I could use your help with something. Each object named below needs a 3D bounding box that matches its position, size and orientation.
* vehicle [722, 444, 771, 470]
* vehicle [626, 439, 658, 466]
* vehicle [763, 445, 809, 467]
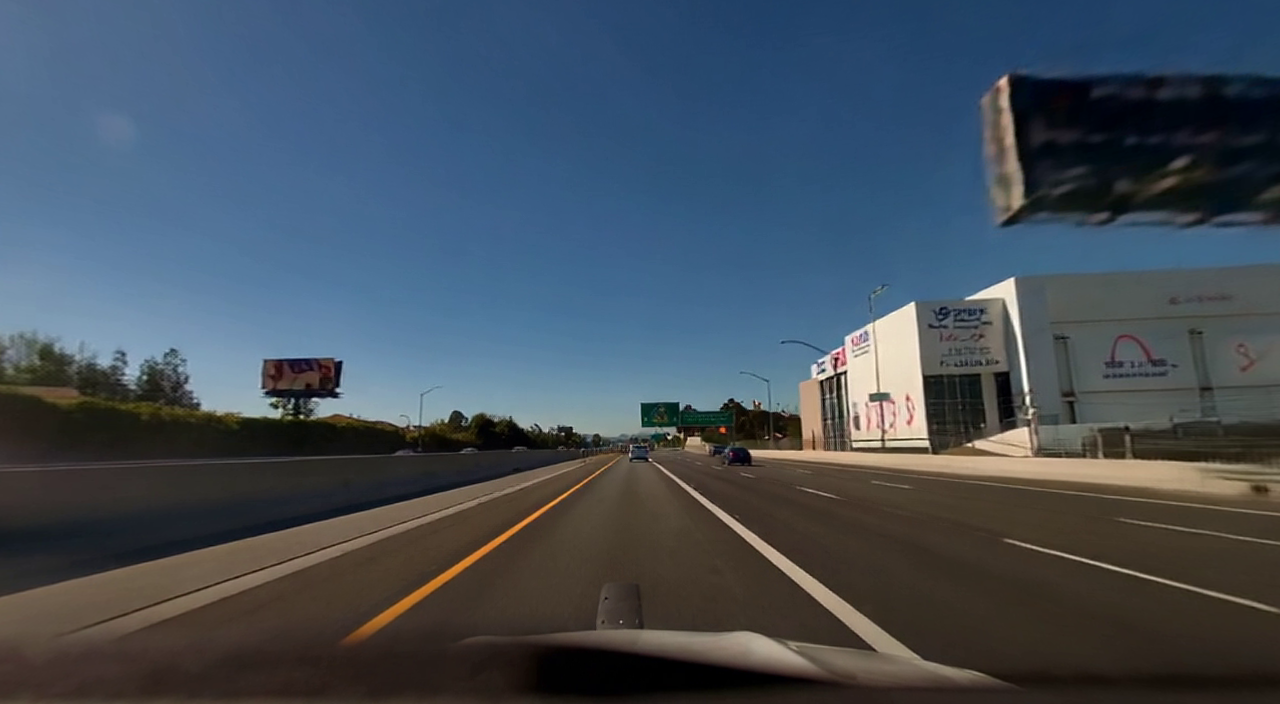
[{"bbox_3d":[6.240,6.199,37.526,1.976,1.477,4.448,0,-8,-2],"label":"vehicle"},{"bbox_3d":[0.075,7.122,44.852,2.154,1.786,5.045,0,-8,-2],"label":"vehicle"},{"bbox_3d":[10.102,7.212,44.036,1.953,1.473,4.512,0,-8,-2],"label":"vehicle"}]
